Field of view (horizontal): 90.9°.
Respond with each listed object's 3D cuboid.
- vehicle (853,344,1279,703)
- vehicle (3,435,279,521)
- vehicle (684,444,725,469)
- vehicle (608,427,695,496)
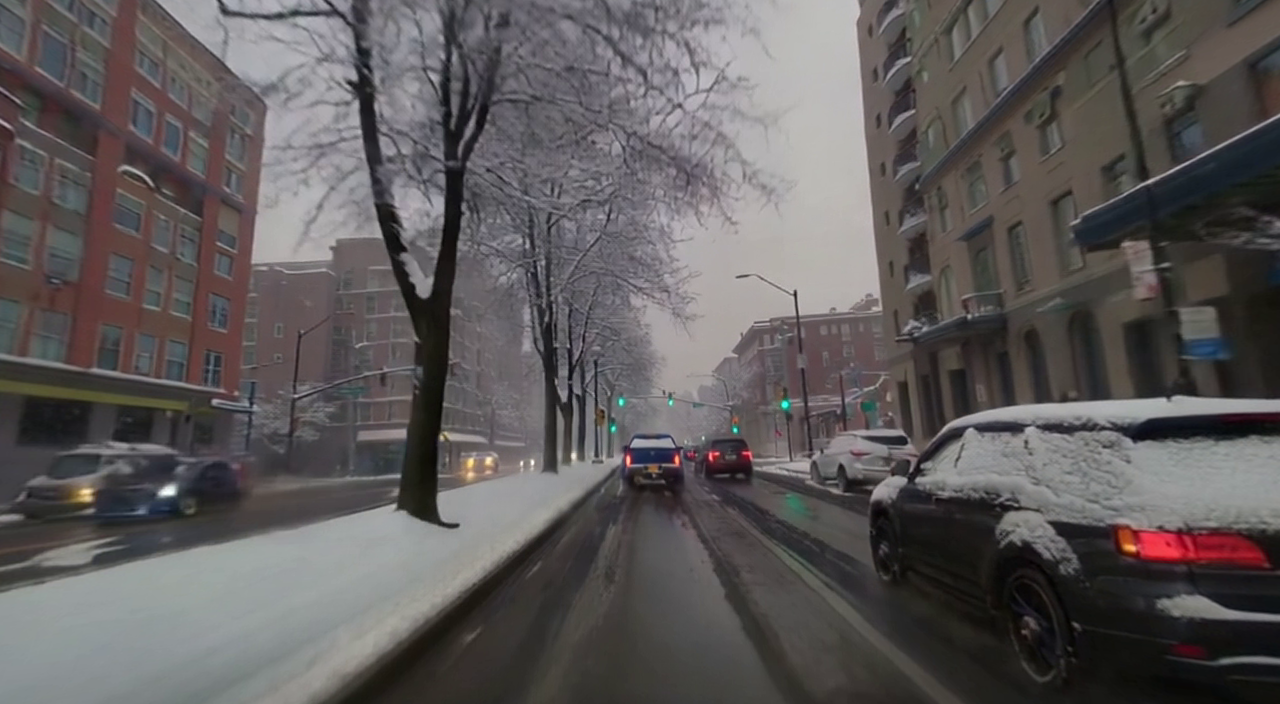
[{"bbox_3d":[3.209,1.132,4.533,1.939,1.746,4.091,0,-9,1],"label":"vehicle"},{"bbox_3d":[-14.093,3.568,18.712,2.640,2.054,6.504,-1,-9,3],"label":"vehicle"},{"bbox_3d":[3.891,6.409,38.896,2.045,1.465,4.355,0,-9,0],"label":"vehicle"},{"bbox_3d":[0.304,3.115,18.233,2.209,1.748,4.130,0,-9,0],"label":"vehicle"}]
